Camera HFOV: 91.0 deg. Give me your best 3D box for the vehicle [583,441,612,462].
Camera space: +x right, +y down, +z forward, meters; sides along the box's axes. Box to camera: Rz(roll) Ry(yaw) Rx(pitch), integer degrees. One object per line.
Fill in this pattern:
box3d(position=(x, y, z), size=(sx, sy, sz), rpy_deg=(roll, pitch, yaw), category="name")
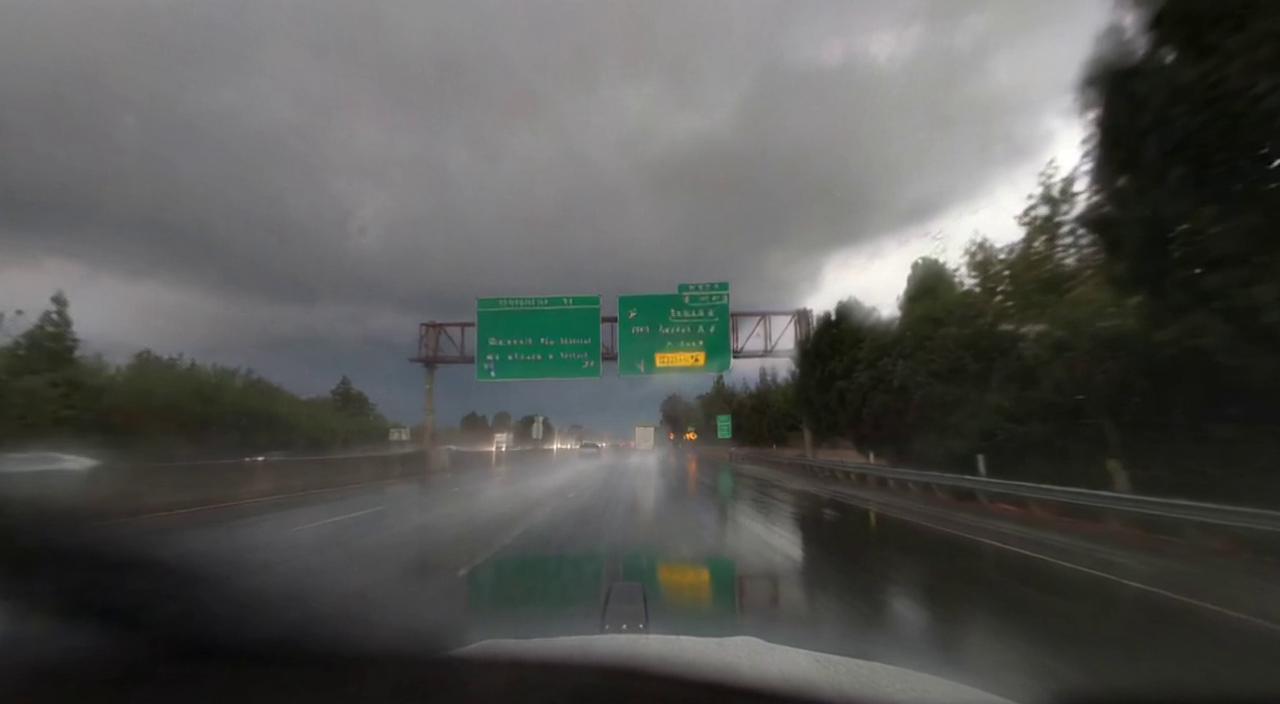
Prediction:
box3d(position=(-3.207, 7.625, 48.234), size=(1.996, 1.521, 3.912), rpy_deg=(0, -8, 0), category="vehicle")
